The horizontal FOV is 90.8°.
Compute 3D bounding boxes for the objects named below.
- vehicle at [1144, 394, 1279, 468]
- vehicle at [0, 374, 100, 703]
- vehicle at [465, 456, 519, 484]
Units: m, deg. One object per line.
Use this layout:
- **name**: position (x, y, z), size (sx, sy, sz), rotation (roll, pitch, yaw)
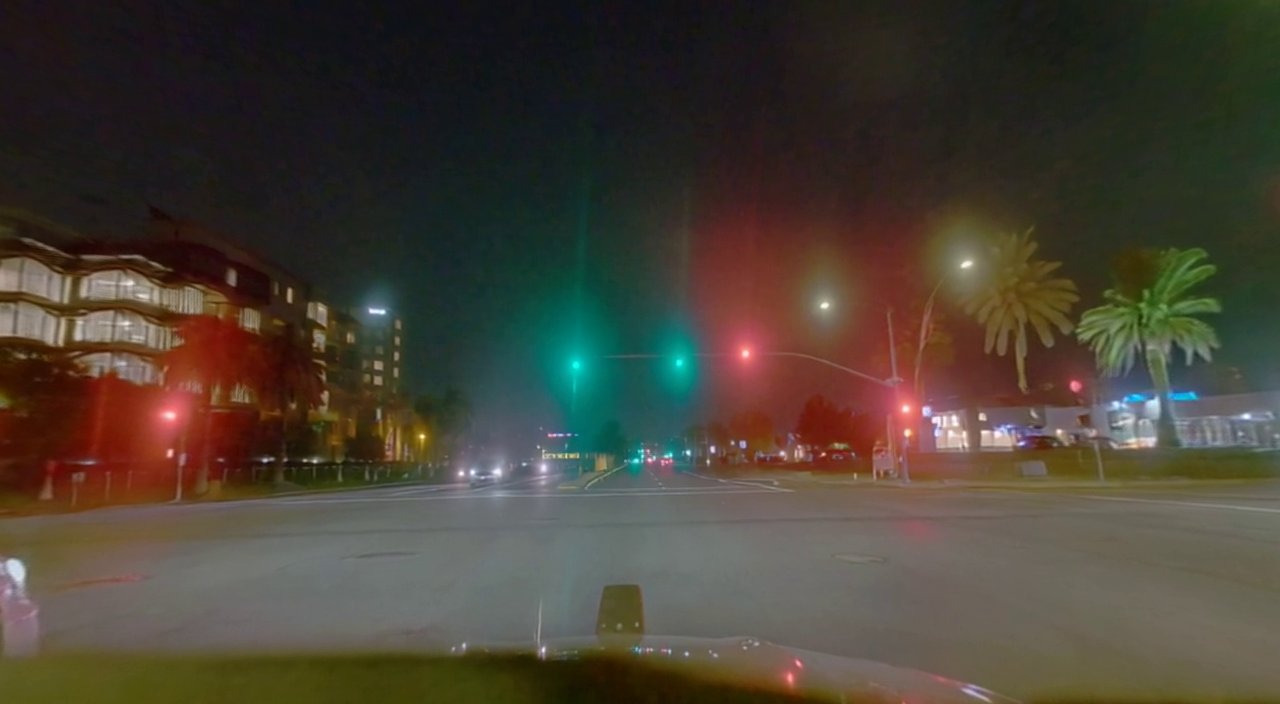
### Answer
- **vehicle**: position (32.767, 4.284, 33.720), size (2.863, 3.609, 10.252), rotation (0, -9, -3)
- **vehicle**: position (-3.873, 0.676, 1.059), size (2.026, 1.723, 4.832), rotation (1, -9, -6)
- **vehicle**: position (-8.735, 6.984, 37.608), size (2.095, 1.482, 4.523), rotation (0, -9, 0)
